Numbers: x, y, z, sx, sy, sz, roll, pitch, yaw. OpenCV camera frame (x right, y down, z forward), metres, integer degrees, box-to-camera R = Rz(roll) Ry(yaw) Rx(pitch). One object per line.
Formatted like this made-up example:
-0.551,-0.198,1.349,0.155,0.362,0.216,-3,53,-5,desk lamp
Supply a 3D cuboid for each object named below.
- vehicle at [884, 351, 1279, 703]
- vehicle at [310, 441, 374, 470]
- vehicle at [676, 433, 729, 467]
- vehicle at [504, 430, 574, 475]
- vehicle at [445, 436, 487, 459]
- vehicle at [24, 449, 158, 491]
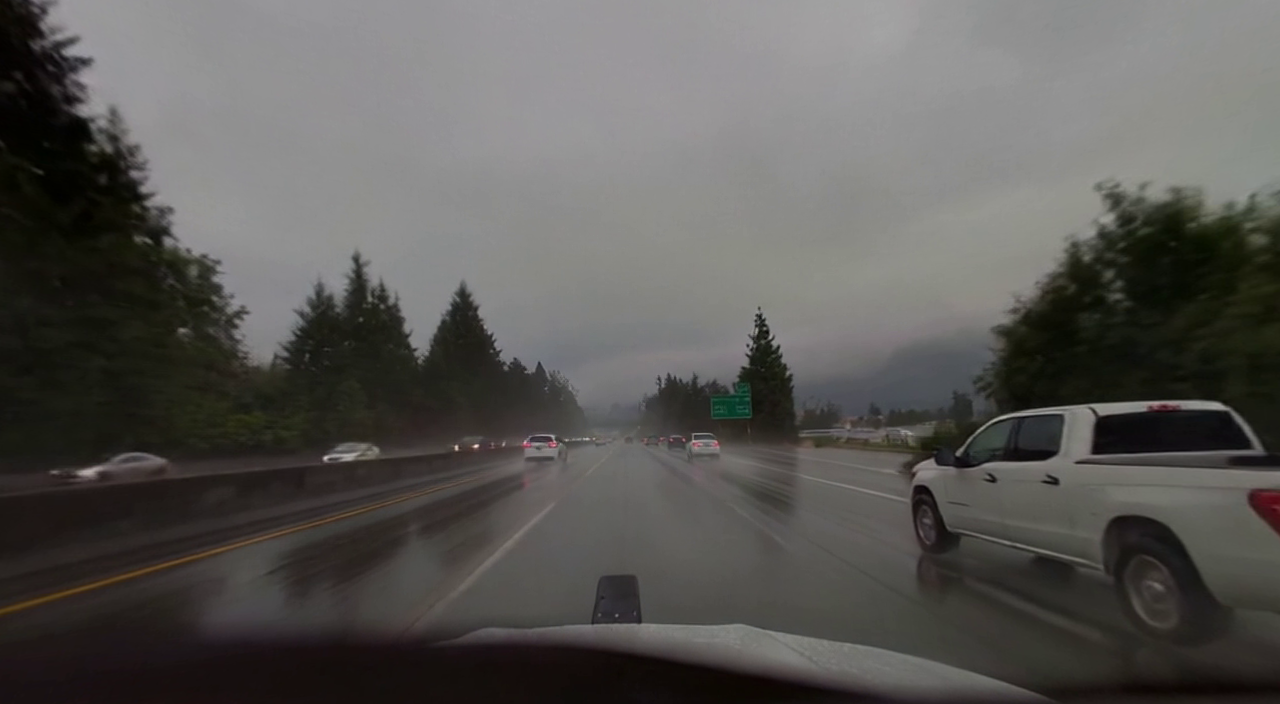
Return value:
3.629,1.048,4.287,1.949,1.639,4.748,0,-8,-1,vehicle
-15.840,5.511,33.695,1.754,1.423,3.480,0,-8,-1,vehicle
2.936,4.694,30.453,1.990,1.480,3.865,0,-8,-2,vehicle
-3.893,3.960,25.175,2.011,1.614,4.808,0,-8,0,vehicle
-12.834,7.050,46.729,1.906,1.562,4.429,0,-8,-1,vehicle
-21.825,4.665,25.306,1.818,1.454,3.887,0,-8,1,vehicle
